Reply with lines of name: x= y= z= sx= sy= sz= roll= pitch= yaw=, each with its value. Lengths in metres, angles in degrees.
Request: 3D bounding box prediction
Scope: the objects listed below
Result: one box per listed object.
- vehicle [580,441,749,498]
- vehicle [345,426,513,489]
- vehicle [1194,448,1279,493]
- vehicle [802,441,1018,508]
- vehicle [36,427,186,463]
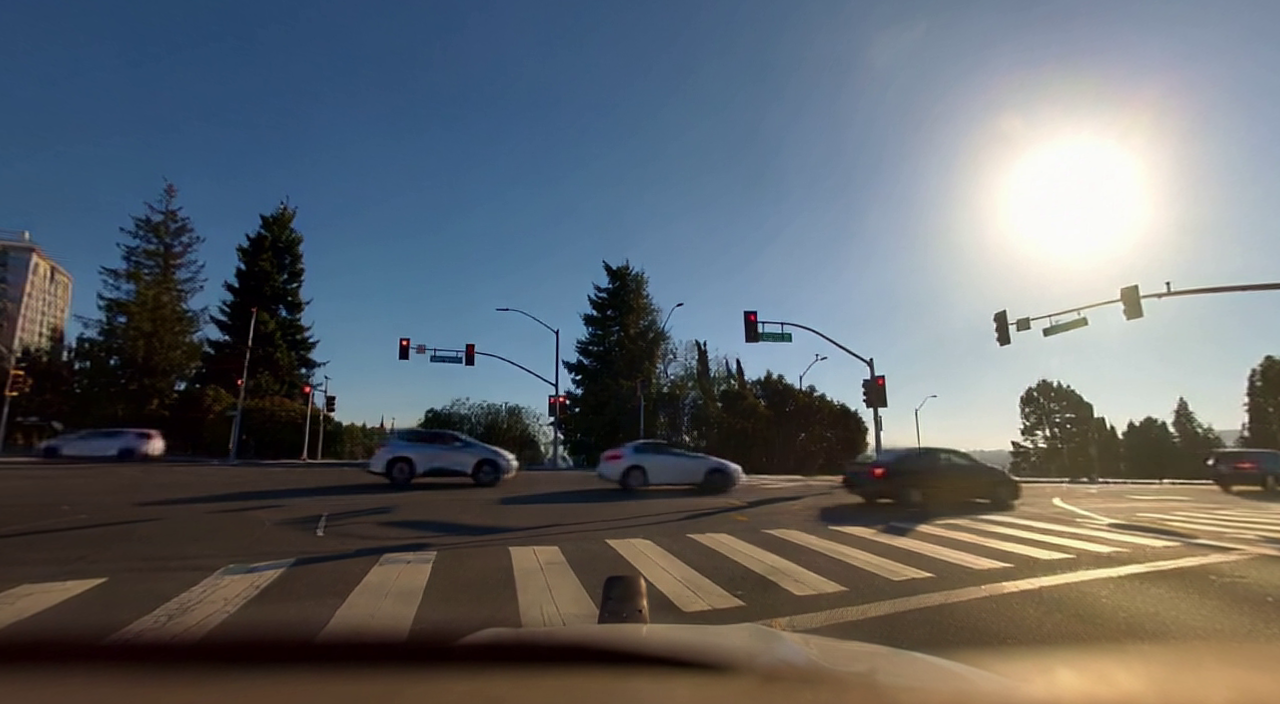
vehicle: x=0.675 y=3.328 z=18.242 sx=4.475 sy=1.496 sz=1.861 roll=3 pitch=-9 yaw=-17
vehicle: x=-6.539 y=3.291 z=19.905 sx=4.708 sy=1.810 sz=1.986 roll=3 pitch=-9 yaw=-18
vehicle: x=26.000 y=4.914 z=26.442 sx=4.626 sy=1.710 sz=1.891 roll=3 pitch=-9 yaw=-18
vehicle: x=6.858 y=3.052 z=16.100 sx=4.952 sy=1.511 sz=1.855 roll=2 pitch=-9 yaw=-17
vehicle: x=-22.454 y=3.973 z=26.985 sx=4.431 sy=1.464 sz=1.812 roll=3 pitch=-9 yaw=-18
